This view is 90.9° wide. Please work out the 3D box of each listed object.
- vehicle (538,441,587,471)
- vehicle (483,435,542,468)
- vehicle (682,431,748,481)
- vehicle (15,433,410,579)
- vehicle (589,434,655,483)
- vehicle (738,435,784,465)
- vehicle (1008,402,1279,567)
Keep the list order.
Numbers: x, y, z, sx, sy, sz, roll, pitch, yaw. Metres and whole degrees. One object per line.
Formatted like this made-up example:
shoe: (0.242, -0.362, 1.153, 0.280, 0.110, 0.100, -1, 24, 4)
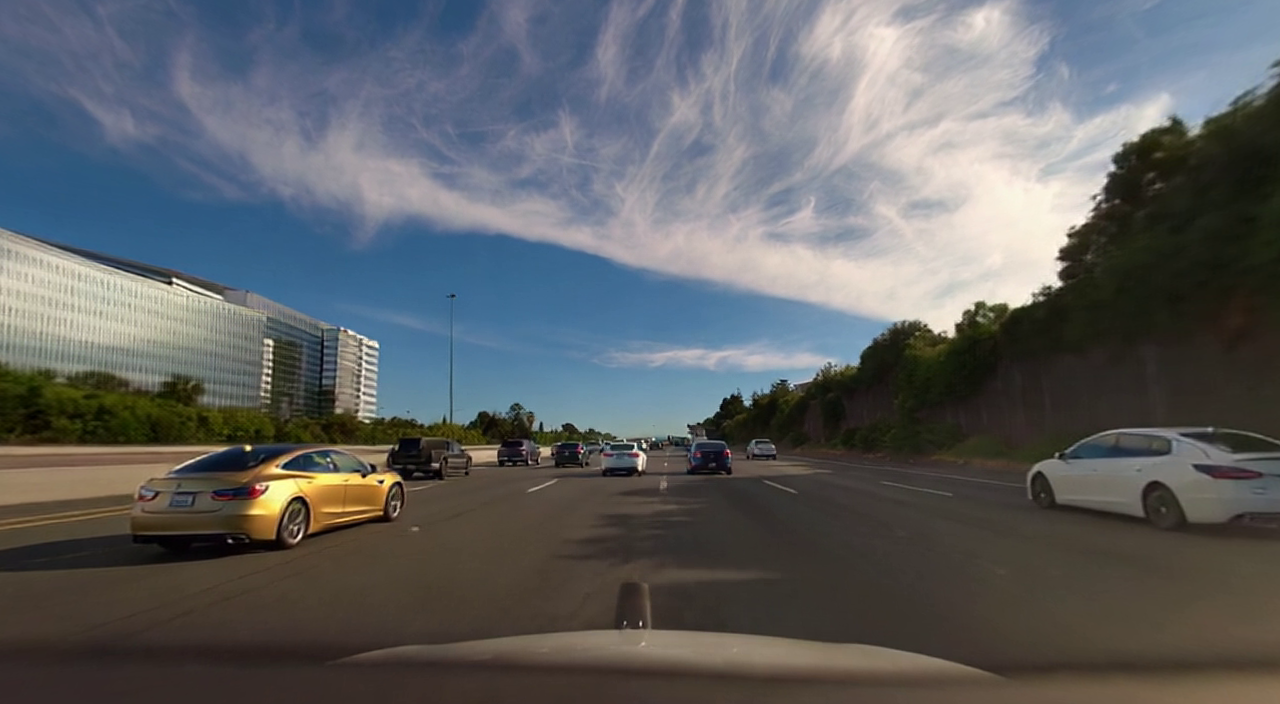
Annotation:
vehicle: (-4.065, 5.497, 33.709, 1.886, 1.455, 4.148, -1, -8, 3)
vehicle: (-7.553, 5.932, 37.881, 2.187, 1.851, 5.085, -1, -8, 4)
vehicle: (2.763, 3.941, 24.151, 2.114, 1.715, 4.136, -1, -8, 2)
vehicle: (-5.304, 1.920, 8.896, 2.116, 1.473, 4.644, -1, -8, 4)
vehicle: (-0.569, 3.931, 23.592, 2.102, 1.624, 4.257, -1, -8, 3)
vehicle: (7.671, 6.237, 40.368, 2.071, 1.754, 4.484, 0, -8, 1)
vehicle: (7.758, 1.732, 9.062, 1.960, 1.726, 5.016, 0, -8, 1)
